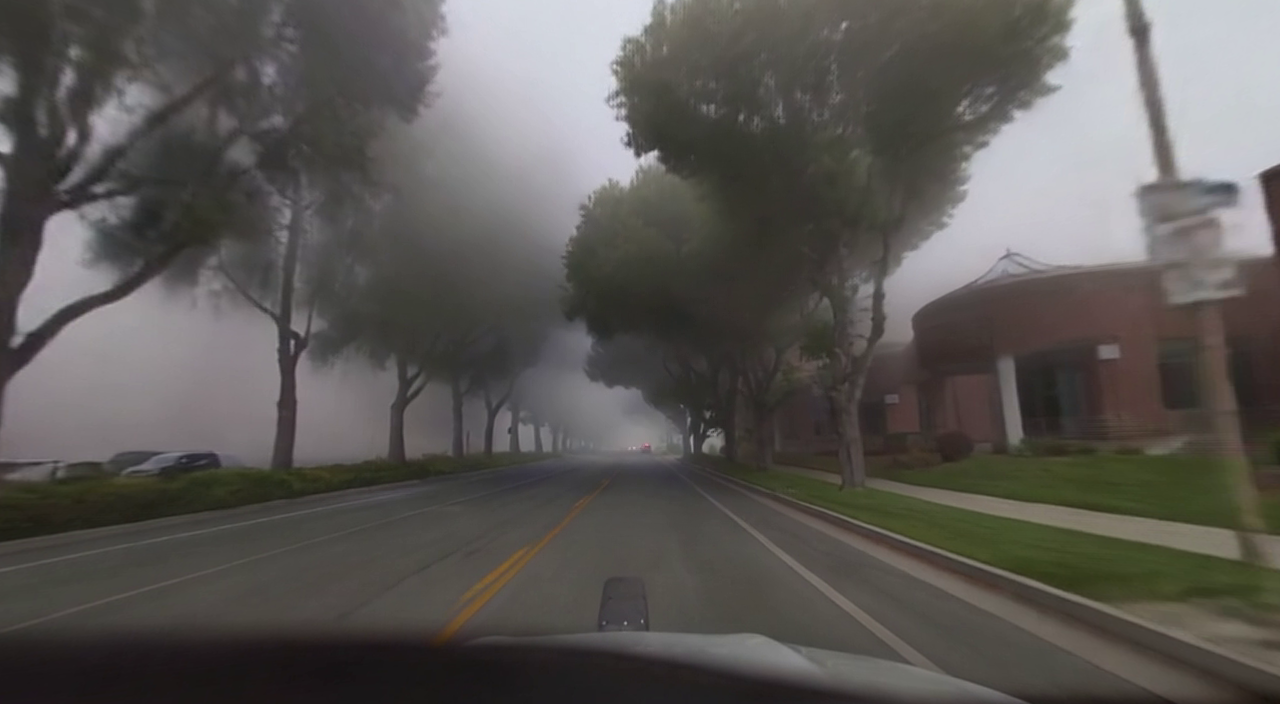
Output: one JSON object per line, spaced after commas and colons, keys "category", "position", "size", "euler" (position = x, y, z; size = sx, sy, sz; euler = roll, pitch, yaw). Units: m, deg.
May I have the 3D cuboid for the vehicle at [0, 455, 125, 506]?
{"category": "vehicle", "position": [-19.098, 3.974, 19.644], "size": [4.216, 1.455, 2.035], "euler": [0, -9, -1]}

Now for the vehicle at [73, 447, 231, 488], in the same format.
{"category": "vehicle", "position": [-19.365, 4.596, 25.199], "size": [4.606, 1.544, 1.965], "euler": [0, -9, -1]}
